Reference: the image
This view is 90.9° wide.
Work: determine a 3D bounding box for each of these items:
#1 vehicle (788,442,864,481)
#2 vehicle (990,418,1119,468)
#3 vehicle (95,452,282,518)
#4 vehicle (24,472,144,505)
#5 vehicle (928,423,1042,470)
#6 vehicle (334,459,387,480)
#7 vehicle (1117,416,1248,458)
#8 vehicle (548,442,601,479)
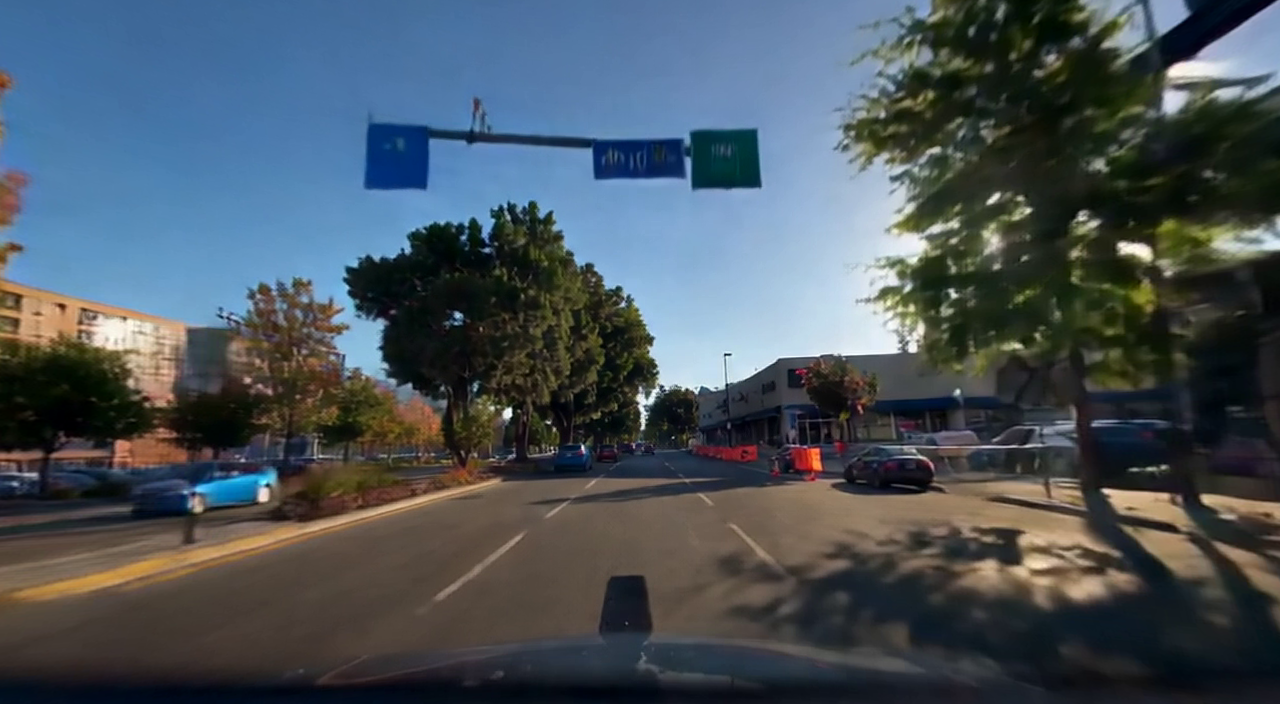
[{"bbox_3d":[7.436,4.388,25.664,1.799,1.399,4.317,-1,-8,0],"label":"vehicle"},{"bbox_3d":[16.076,3.577,24.794,1.984,1.774,4.406,0,-8,-1],"label":"vehicle"},{"bbox_3d":[-12.079,3.548,17.323,1.917,1.495,4.309,0,-8,1],"label":"vehicle"},{"bbox_3d":[-30.304,7.395,34.465,4.708,1.457,1.821,8,-12,-43],"label":"vehicle"},{"bbox_3d":[13.531,3.753,25.091,1.916,1.683,4.516,0,-8,-1],"label":"vehicle"},{"bbox_3d":[-21.852,9.205,49.516,1.955,1.447,4.911,-1,-8,0],"label":"vehicle"},{"bbox_3d":[25.814,4.110,30.271,2.043,1.803,4.774,0,-8,0],"label":"vehicle"},{"bbox_3d":[-2.772,4.712,27.646,1.926,1.442,4.231,0,-8,0],"label":"vehicle"}]
